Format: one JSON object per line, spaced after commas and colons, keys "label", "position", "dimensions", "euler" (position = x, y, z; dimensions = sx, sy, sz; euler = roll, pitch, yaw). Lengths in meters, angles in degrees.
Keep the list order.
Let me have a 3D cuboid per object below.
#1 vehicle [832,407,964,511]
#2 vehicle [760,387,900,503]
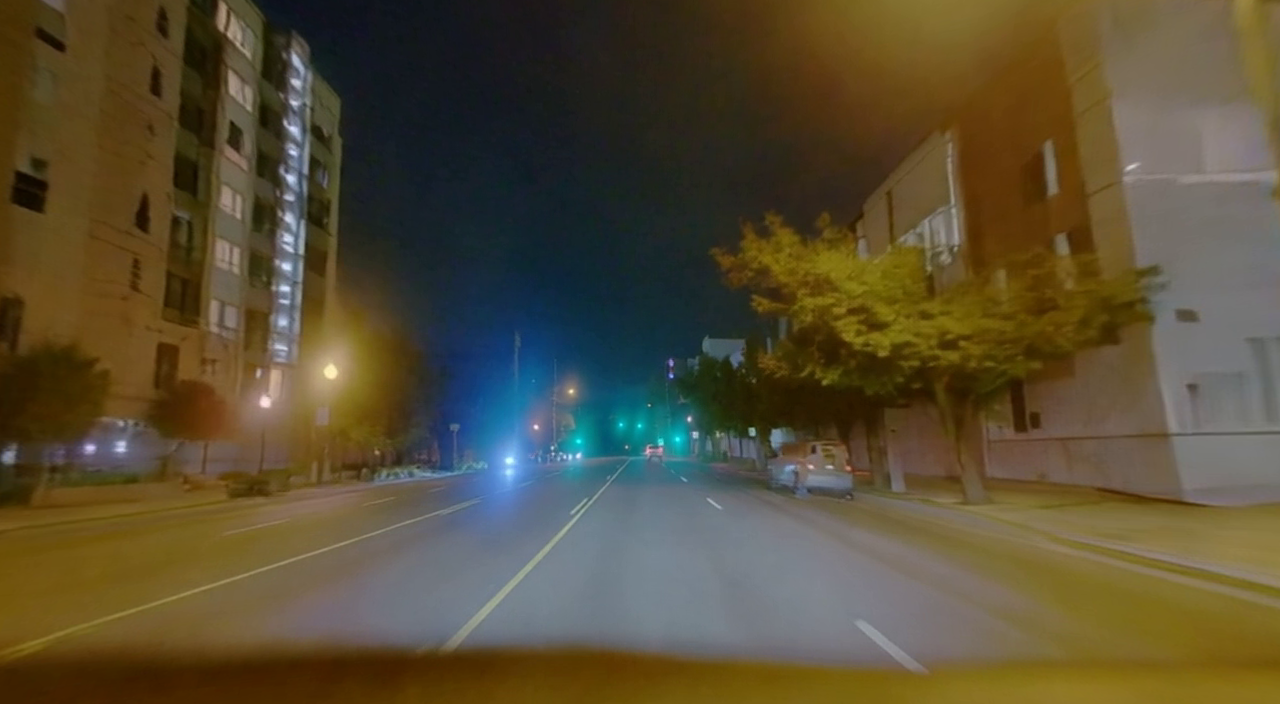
{"label": "vehicle", "position": [6.537, 2.737, 16.339], "dimensions": [2.021, 2.433, 3.088], "euler": [0, -8, -1]}
{"label": "vehicle", "position": [6.037, 3.117, 21.152], "dimensions": [2.750, 3.269, 6.333], "euler": [0, -9, 1]}
